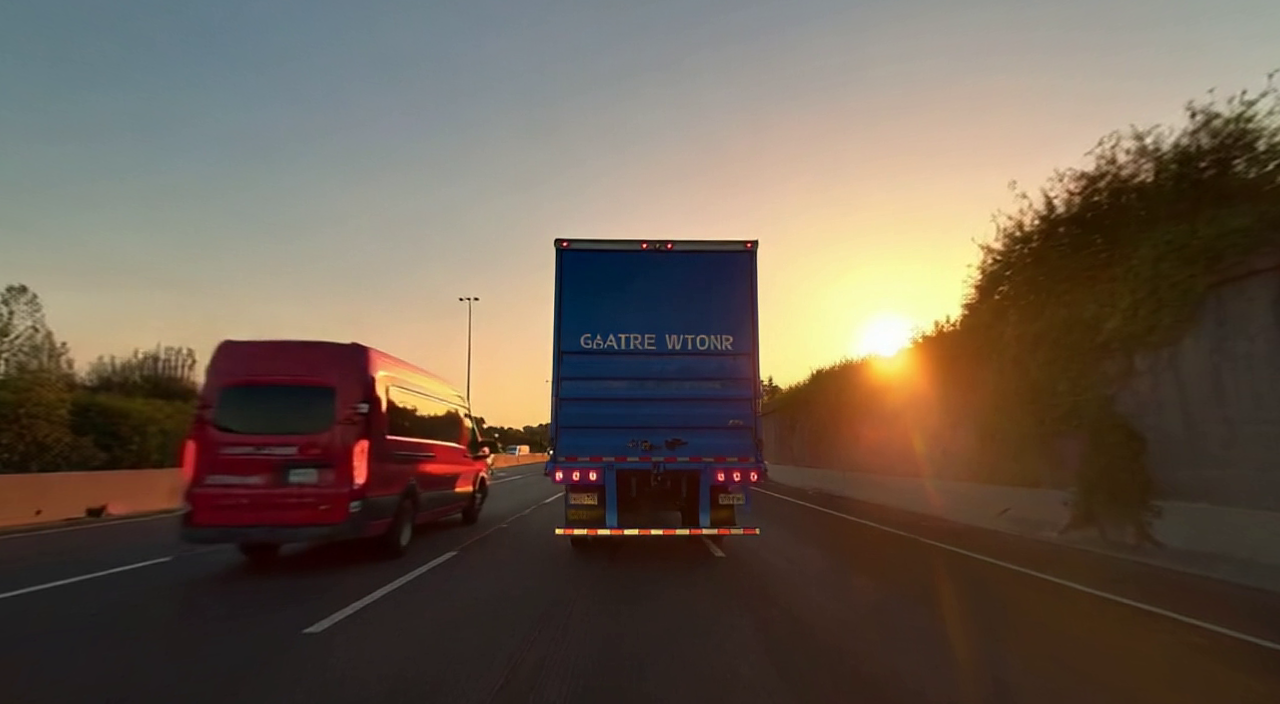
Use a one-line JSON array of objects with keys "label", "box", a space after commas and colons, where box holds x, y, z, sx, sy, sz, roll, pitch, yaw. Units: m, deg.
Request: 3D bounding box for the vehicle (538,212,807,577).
[{"label": "vehicle", "box": [0.478, 1.215, 12.226, 2.853, 4.054, 10.557, 0, -9, 2]}]

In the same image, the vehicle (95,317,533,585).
[{"label": "vehicle", "box": [-4.400, 1.877, 12.212, 2.790, 2.893, 10.715, 0, -9, 0]}]
